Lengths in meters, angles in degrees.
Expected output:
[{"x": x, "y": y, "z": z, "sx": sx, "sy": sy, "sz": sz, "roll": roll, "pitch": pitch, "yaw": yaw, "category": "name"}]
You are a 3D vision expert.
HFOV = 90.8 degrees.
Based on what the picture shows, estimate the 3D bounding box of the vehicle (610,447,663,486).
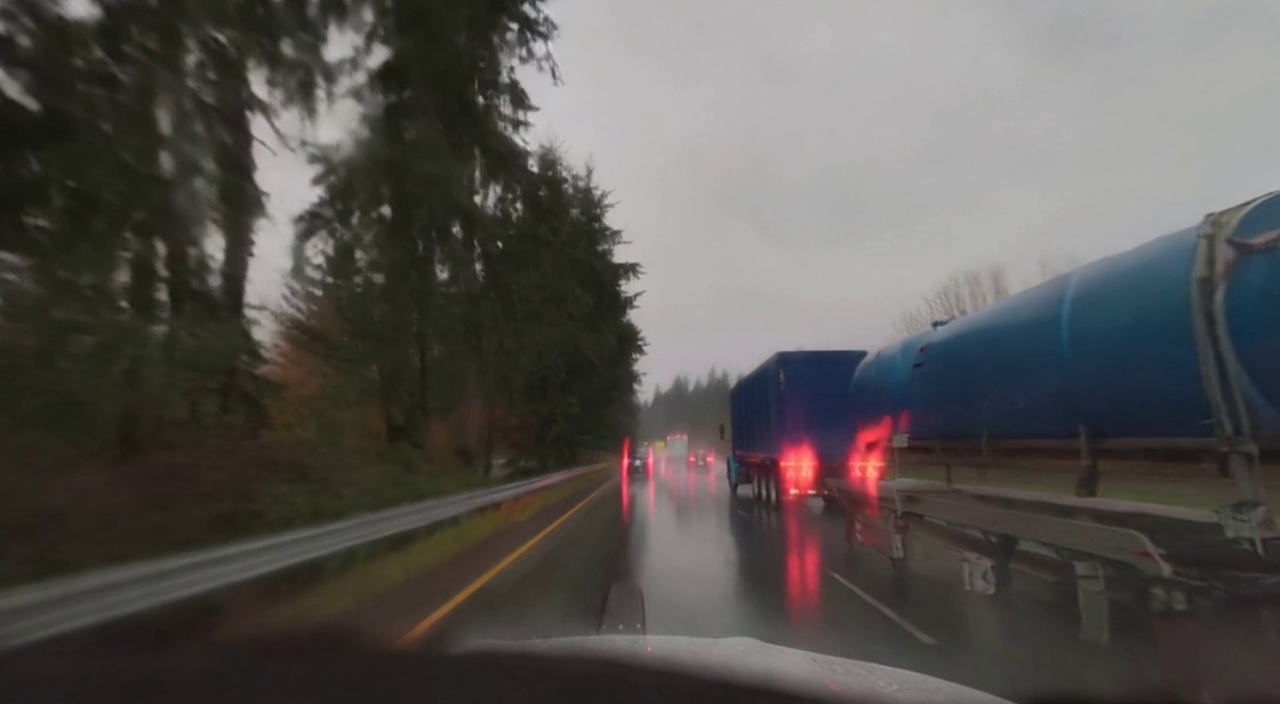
[{"x": -0.121, "y": 4.667, "z": 25.964, "sx": 2.003, "sy": 1.490, "sz": 3.636, "roll": 0, "pitch": -9, "yaw": 0, "category": "vehicle"}]

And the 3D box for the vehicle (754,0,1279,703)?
[{"x": 3.937, "y": 0.869, "z": 8.225, "sx": 2.694, "sy": 3.453, "sz": 11.641, "roll": 0, "pitch": -9, "yaw": 0, "category": "vehicle"}]
